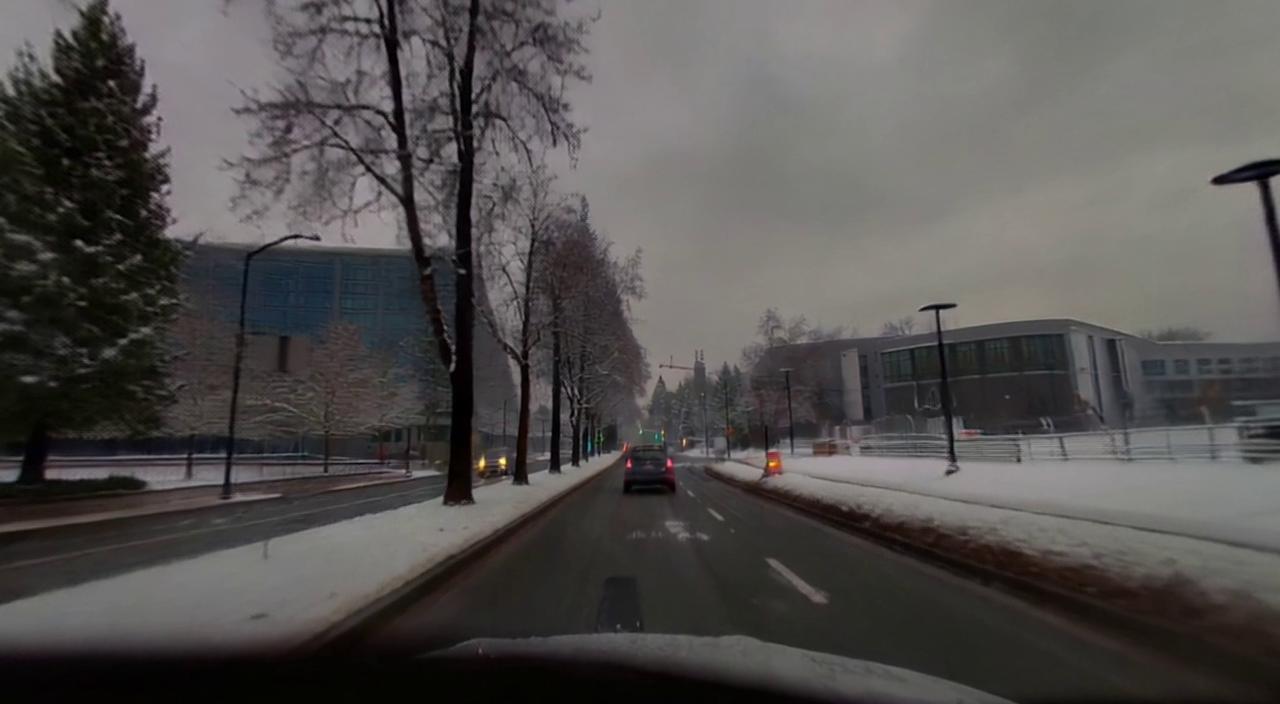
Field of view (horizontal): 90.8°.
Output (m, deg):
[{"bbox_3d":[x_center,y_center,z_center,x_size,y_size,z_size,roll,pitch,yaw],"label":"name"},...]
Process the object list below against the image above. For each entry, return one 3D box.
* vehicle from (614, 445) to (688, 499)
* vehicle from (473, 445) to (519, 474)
[{"bbox_3d":[0.342,3.767,20.274,2.114,1.493,4.430,0,-9,1],"label":"vehicle"},{"bbox_3d":[-11.228,8.395,49.599,2.349,2.106,5.464,0,-9,0],"label":"vehicle"}]
